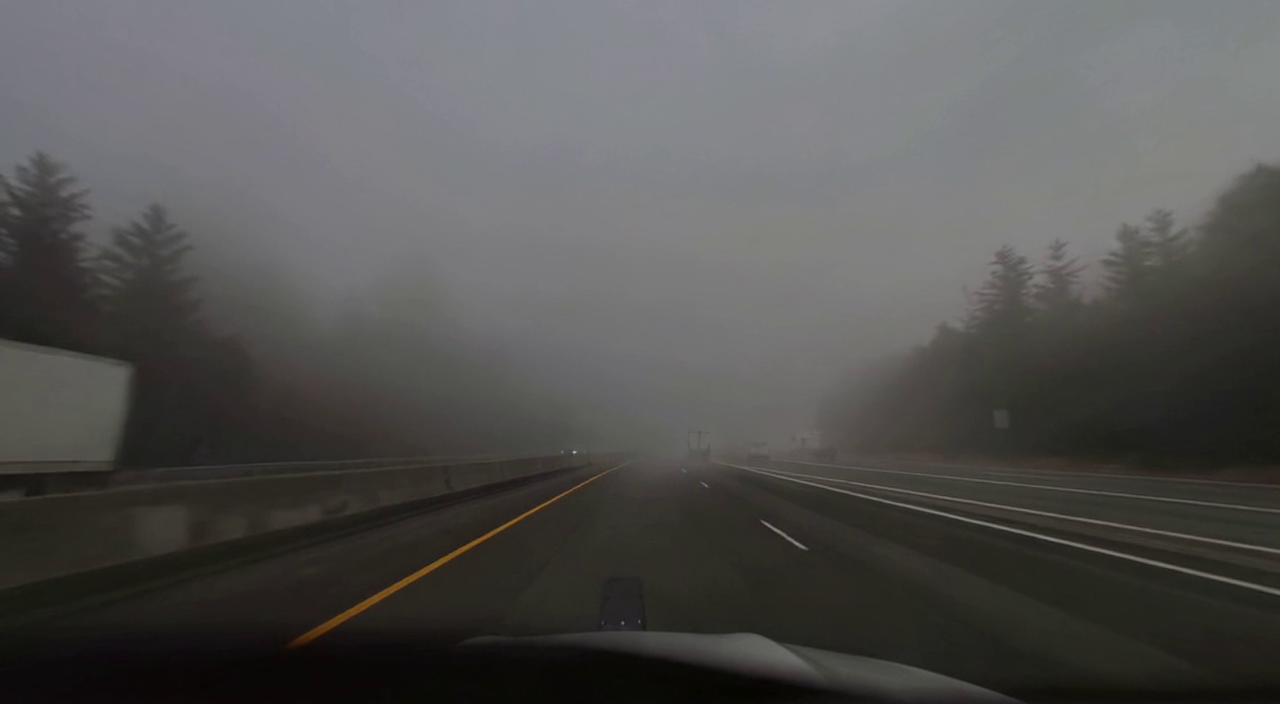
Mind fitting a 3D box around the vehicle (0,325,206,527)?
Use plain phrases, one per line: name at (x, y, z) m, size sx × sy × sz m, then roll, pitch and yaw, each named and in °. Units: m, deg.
vehicle at (-14.645, 1.284, 11.399) m, size 2.854 × 4.101 × 14.140 m, roll -1°, pitch -9°, yaw 3°
